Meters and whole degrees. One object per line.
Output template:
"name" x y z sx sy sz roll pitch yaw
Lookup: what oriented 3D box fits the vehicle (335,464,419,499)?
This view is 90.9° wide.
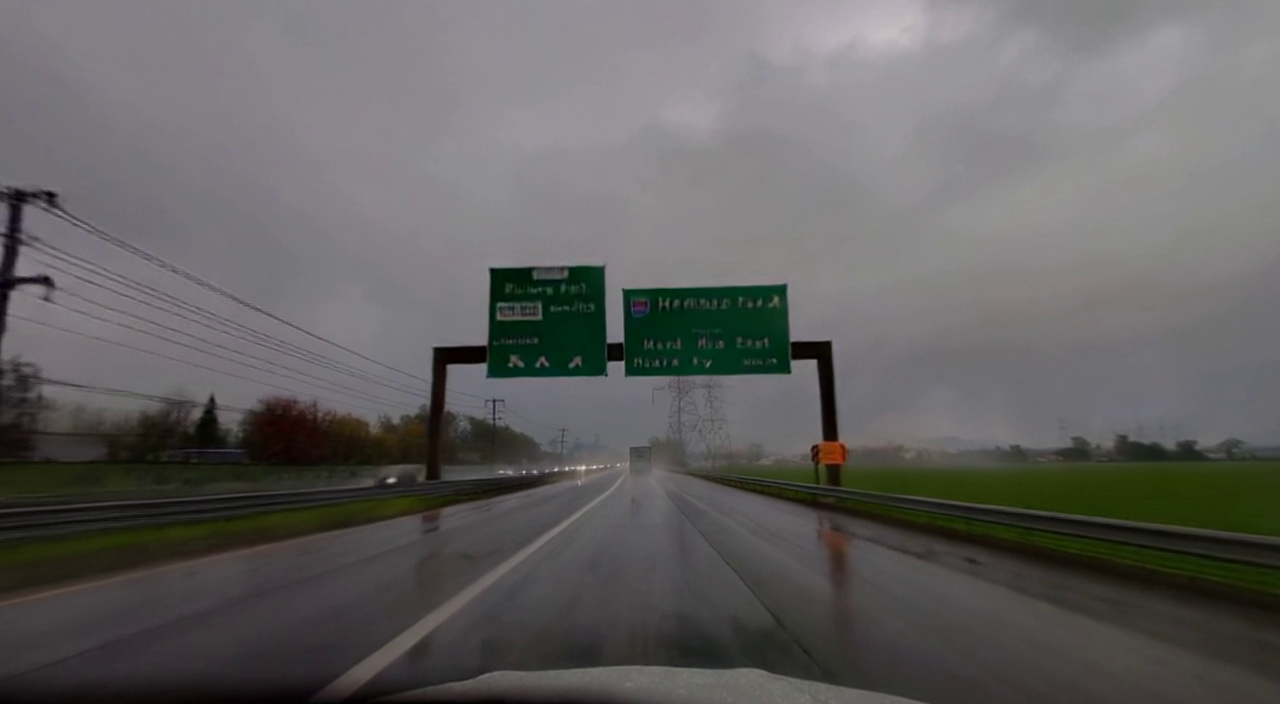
"vehicle" -12.078 5.968 29.290 1.865 1.450 4.555 1 -10 0
